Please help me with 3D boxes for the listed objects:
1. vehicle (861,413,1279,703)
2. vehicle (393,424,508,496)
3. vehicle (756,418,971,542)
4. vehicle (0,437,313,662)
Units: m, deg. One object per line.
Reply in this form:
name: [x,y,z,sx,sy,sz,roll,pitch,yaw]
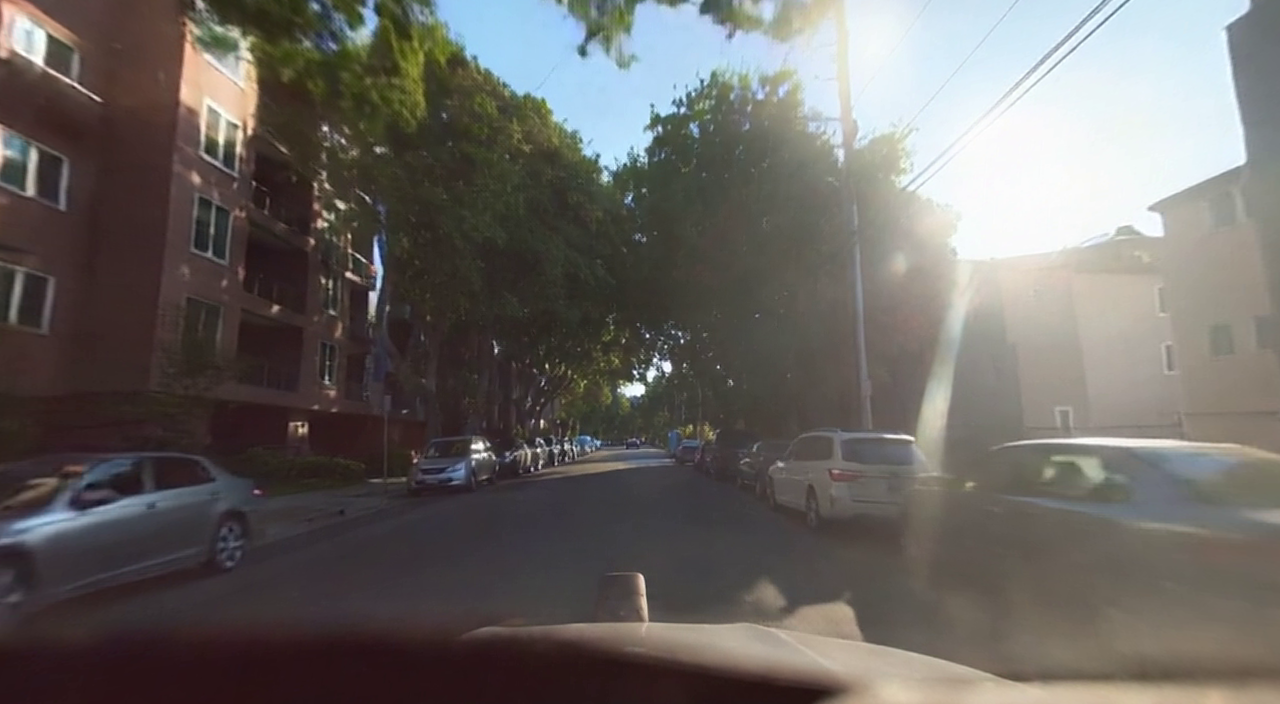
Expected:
vehicle: [3.631,1.369,5.264,1.886,1.493,4.646,0,-8,0]
vehicle: [-5.476,3.176,18.985,2.069,1.881,4.697,0,-8,-1]
vehicle: [3.426,2.050,10.813,1.964,1.646,4.543,0,-8,-1]
vehicle: [-5.220,1.521,5.726,2.080,1.458,4.511,0,-8,0]
